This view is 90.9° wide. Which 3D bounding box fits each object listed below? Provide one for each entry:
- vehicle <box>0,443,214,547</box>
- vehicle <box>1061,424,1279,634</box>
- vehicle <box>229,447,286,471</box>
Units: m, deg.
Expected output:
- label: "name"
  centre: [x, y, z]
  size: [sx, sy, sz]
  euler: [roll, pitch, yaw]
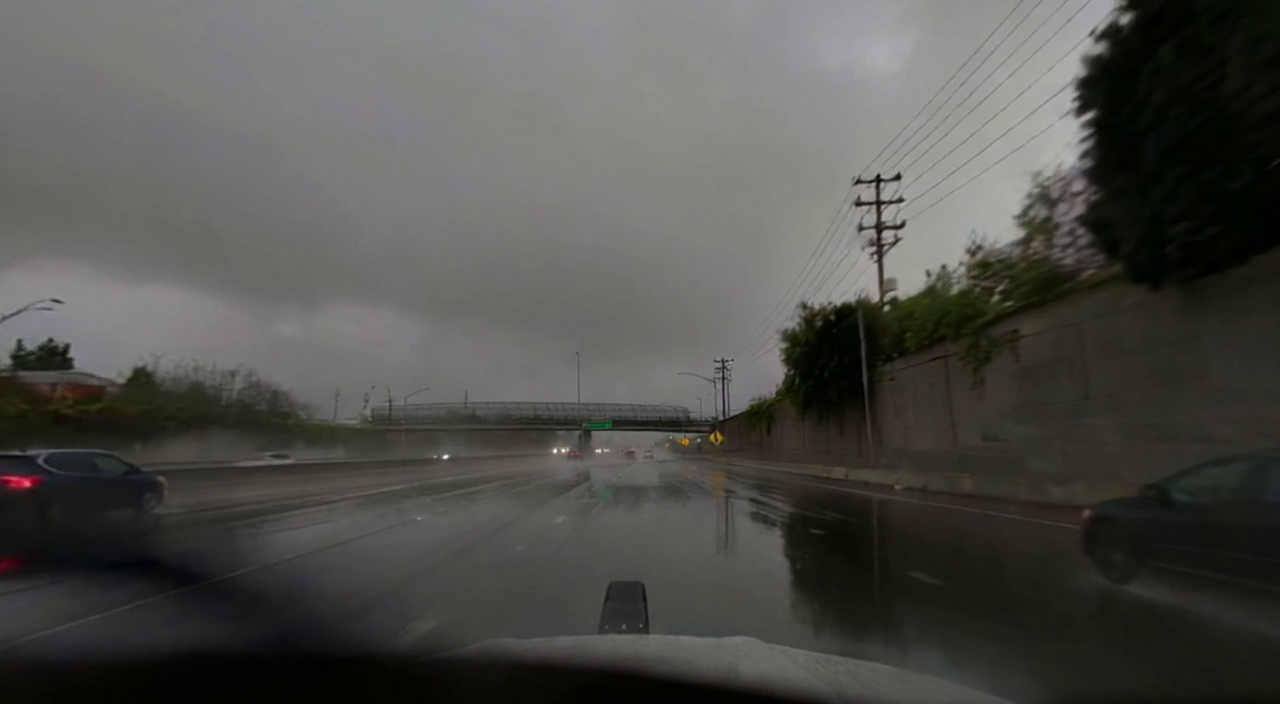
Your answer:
- label: "vehicle"
  centre: [-10.180, 2.362, 11.129]
  size: [2.056, 1.476, 4.562]
  euler: [0, -8, 1]
- label: "vehicle"
  centre: [5.661, 1.254, 4.390]
  size: [2.009, 1.508, 4.874]
  euler: [0, -8, -1]
- label: "vehicle"
  centre: [-23.443, 6.566, 38.780]
  size: [1.430, 1.333, 3.223]
  euler: [-1, -8, 1]
